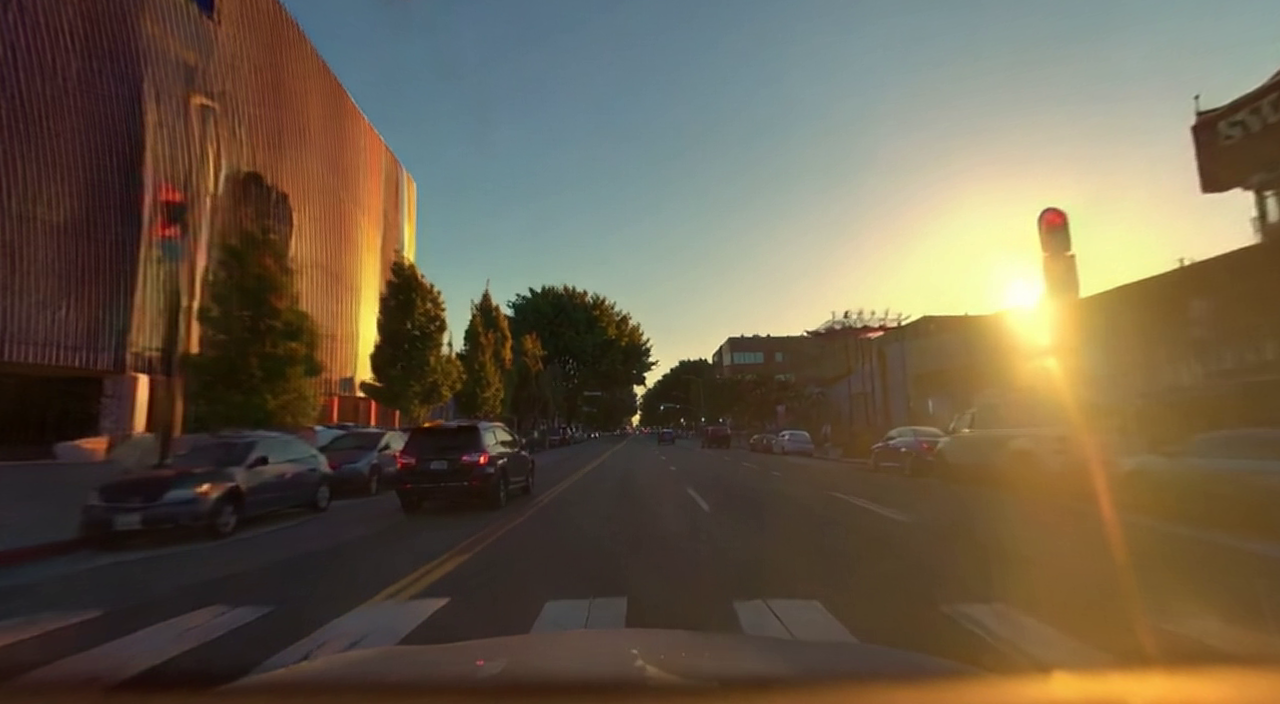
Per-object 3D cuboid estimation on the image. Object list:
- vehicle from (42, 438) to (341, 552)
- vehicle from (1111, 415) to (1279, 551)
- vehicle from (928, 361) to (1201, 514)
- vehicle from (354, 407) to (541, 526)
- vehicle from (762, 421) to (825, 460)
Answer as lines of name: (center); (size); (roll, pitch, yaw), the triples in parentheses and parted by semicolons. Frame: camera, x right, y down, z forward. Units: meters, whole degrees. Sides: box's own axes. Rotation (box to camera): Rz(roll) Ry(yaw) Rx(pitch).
vehicle: (-6.931, 2.188, 10.519); (1.806, 1.466, 4.373); (0, -8, -1)
vehicle: (8.812, 1.733, 8.370); (1.854, 1.663, 4.300); (2, -8, 0)
vehicle: (9.108, 1.963, 14.552); (2.285, 2.778, 5.847); (0, -8, 2)
vehicle: (-3.199, 2.002, 11.612); (2.002, 1.756, 4.366); (0, -8, 1)
vehicle: (9.036, 5.272, 37.746); (2.249, 2.117, 5.743); (0, -8, 0)
